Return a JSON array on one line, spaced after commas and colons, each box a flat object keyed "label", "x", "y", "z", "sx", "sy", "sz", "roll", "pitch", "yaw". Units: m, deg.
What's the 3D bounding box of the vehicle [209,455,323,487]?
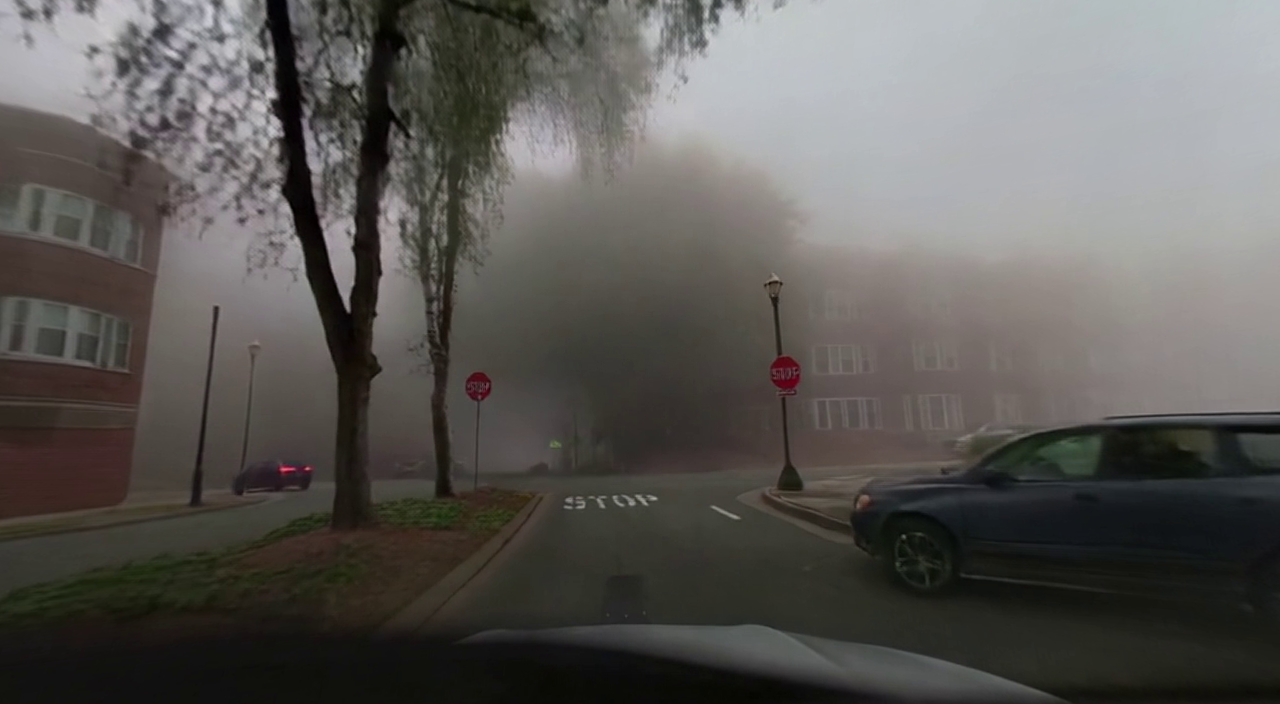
[{"label": "vehicle", "x": -19.230, "y": 6.128, "z": 32.547, "sx": 4.654, "sy": 1.503, "sz": 1.951, "roll": 0, "pitch": -8, "yaw": 3}]

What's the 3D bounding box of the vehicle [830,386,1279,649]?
[{"label": "vehicle", "x": 4.133, "y": 1.232, "z": 5.393, "sx": 2.065, "sy": 1.529, "sz": 4.709, "roll": 1, "pitch": -10, "yaw": -25}]

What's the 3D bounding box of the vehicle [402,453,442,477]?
[{"label": "vehicle", "x": -15.229, "y": 7.901, "z": 44.206, "sx": 2.027, "sy": 1.475, "sz": 4.522, "roll": 2, "pitch": -8, "yaw": -12}]
